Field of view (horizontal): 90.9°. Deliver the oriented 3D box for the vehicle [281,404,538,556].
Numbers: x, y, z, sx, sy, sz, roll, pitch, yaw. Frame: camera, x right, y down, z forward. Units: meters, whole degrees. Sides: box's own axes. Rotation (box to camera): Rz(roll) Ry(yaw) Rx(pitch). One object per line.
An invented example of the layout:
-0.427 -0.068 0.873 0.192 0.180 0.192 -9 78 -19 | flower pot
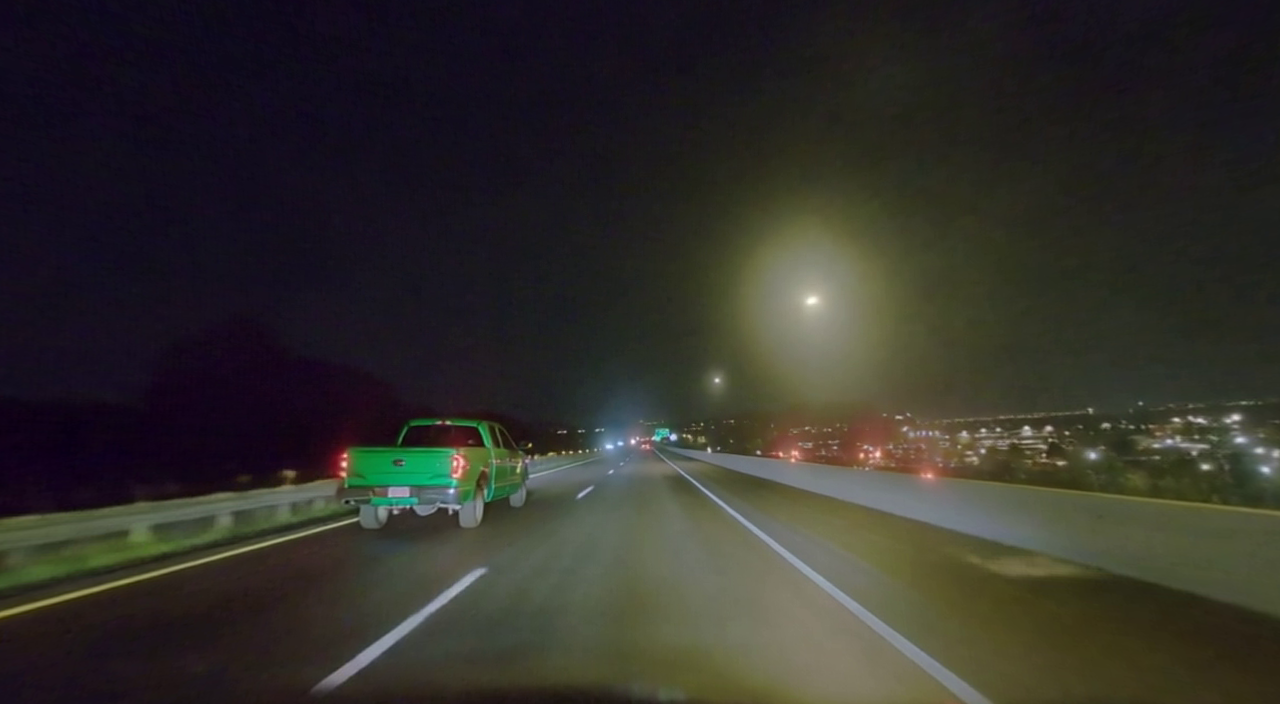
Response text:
-3.421 2.054 10.977 2.350 1.932 5.562 -1 -8 0 | vehicle
